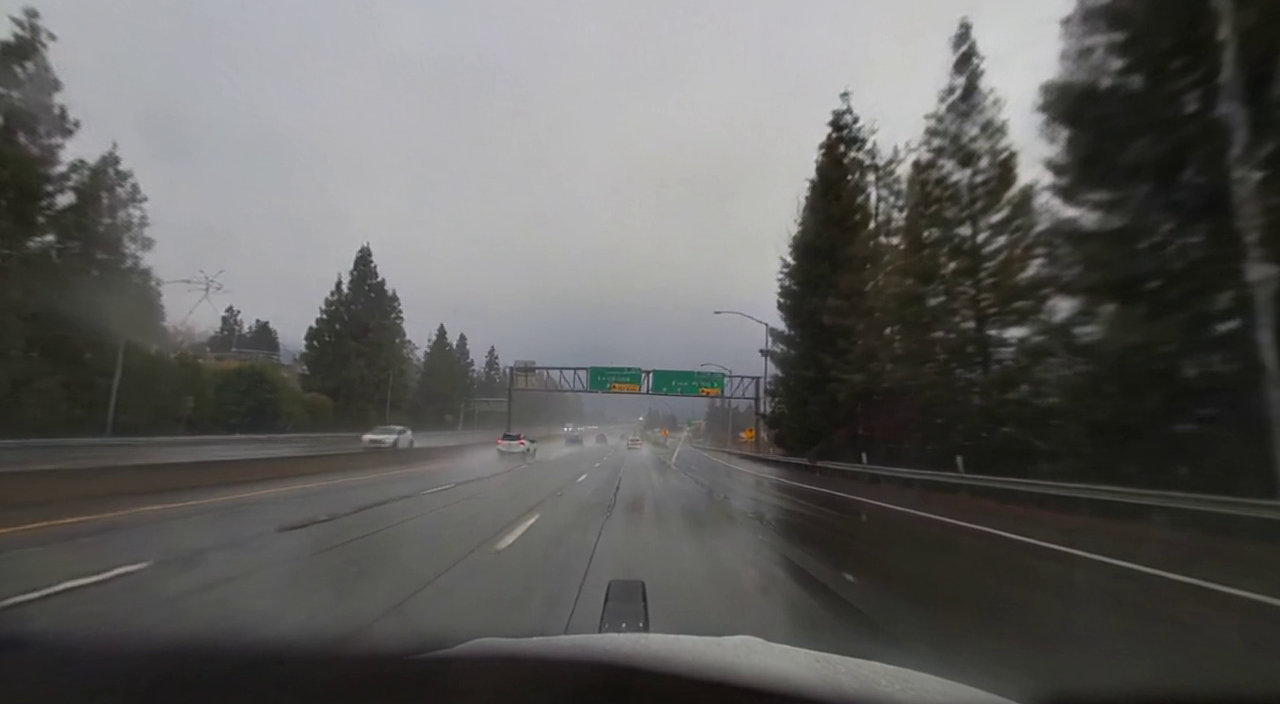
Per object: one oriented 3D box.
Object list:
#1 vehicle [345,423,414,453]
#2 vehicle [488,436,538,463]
[{"bbox_3d":[-18.123,6.069,44.241,2.260,1.902,5.848,0,-8,1],"label":"vehicle"},{"bbox_3d":[-7.513,5.839,37.813,2.025,1.494,4.495,0,-8,0],"label":"vehicle"}]
